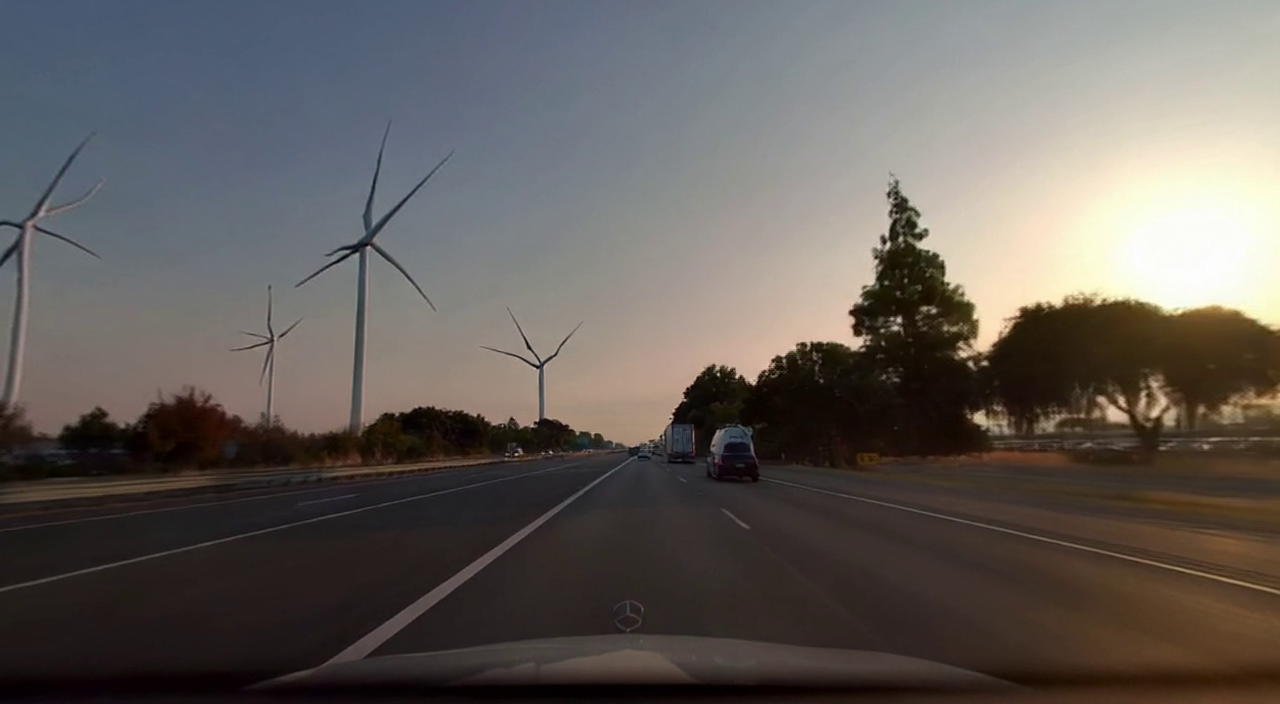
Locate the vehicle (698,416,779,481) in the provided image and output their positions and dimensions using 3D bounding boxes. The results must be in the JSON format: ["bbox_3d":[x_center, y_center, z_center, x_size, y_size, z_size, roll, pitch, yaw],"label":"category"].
[{"bbox_3d":[4.312,4.422,28.727,2.609,2.648,5.397,0,-9,-2],"label":"vehicle"}]
